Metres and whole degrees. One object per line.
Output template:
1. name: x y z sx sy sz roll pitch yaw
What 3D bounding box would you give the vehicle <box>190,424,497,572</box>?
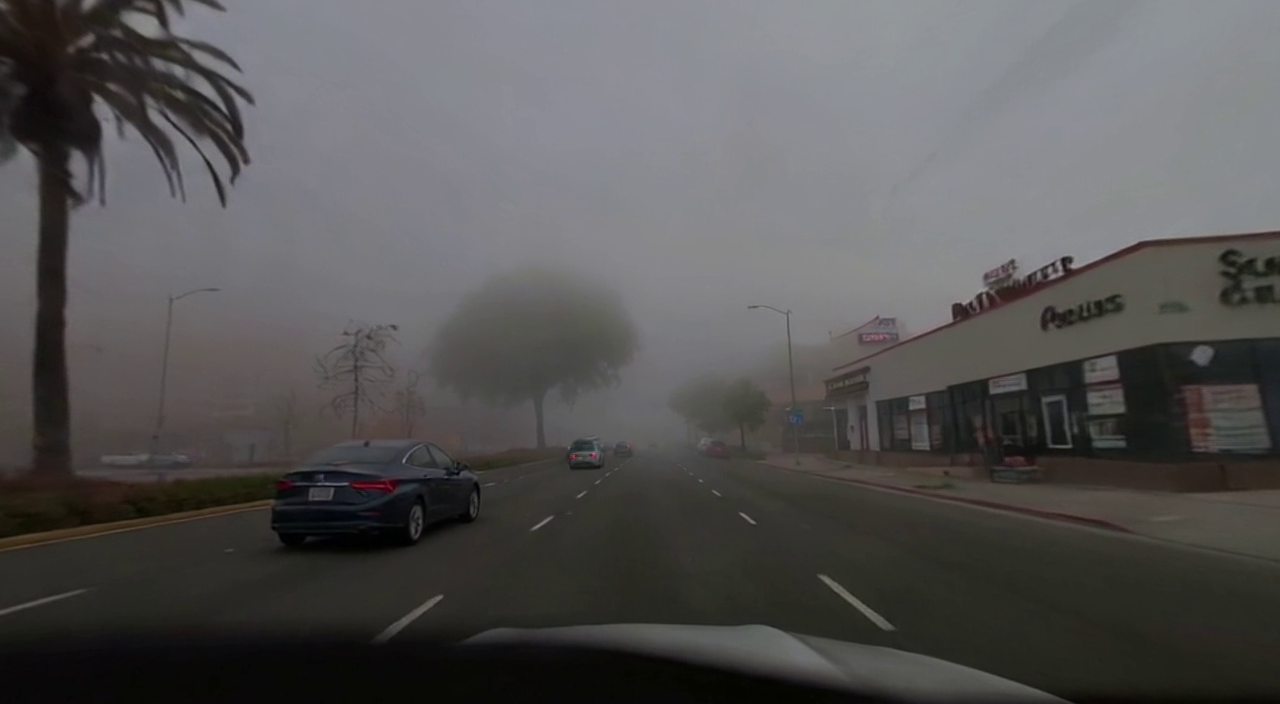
1. vehicle: -3.599 1.855 8.814 2.032 1.511 4.424 0 -9 2

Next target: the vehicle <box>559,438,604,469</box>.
1. vehicle: -3.257 5.775 35.886 2.024 1.636 4.121 0 -9 1
